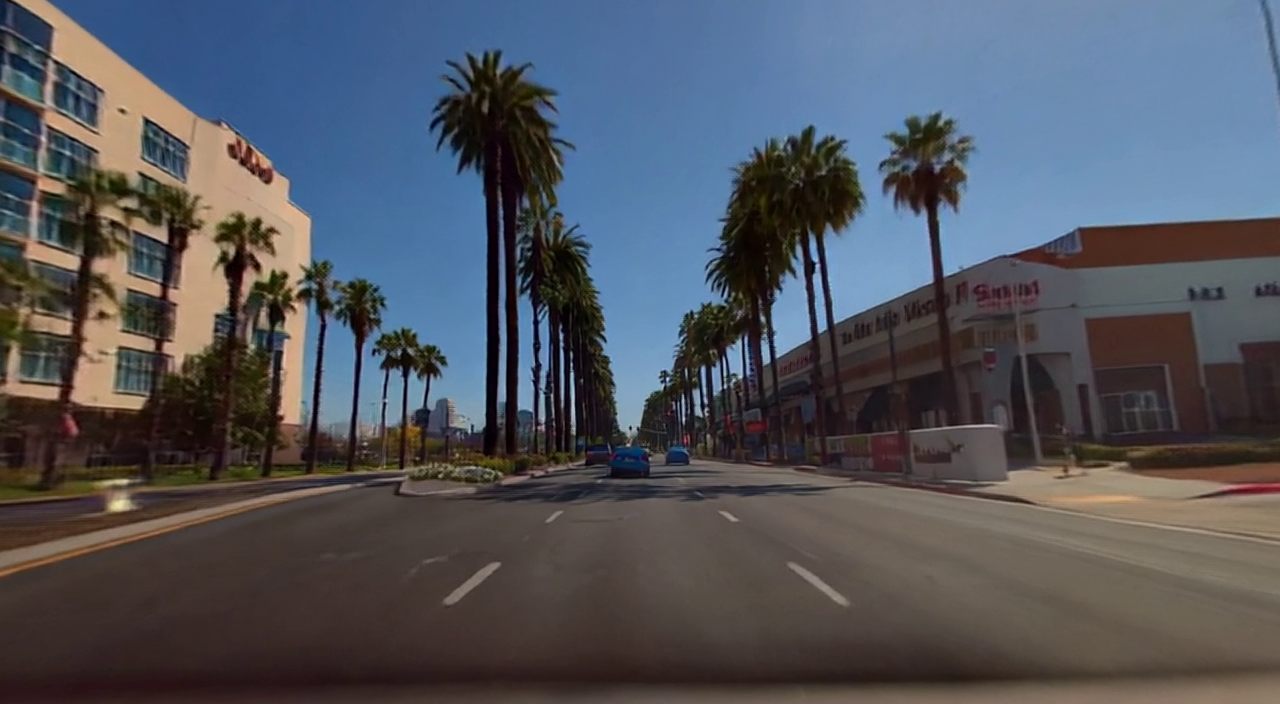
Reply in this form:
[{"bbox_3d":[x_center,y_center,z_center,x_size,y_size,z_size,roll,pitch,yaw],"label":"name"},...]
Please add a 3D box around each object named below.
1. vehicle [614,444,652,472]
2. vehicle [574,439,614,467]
[{"bbox_3d":[-0.380,6.593,39.515,2.160,1.615,4.117,0,-9,1],"label":"vehicle"},{"bbox_3d":[-3.498,7.823,49.119,2.672,2.064,5.681,0,-9,0],"label":"vehicle"}]
